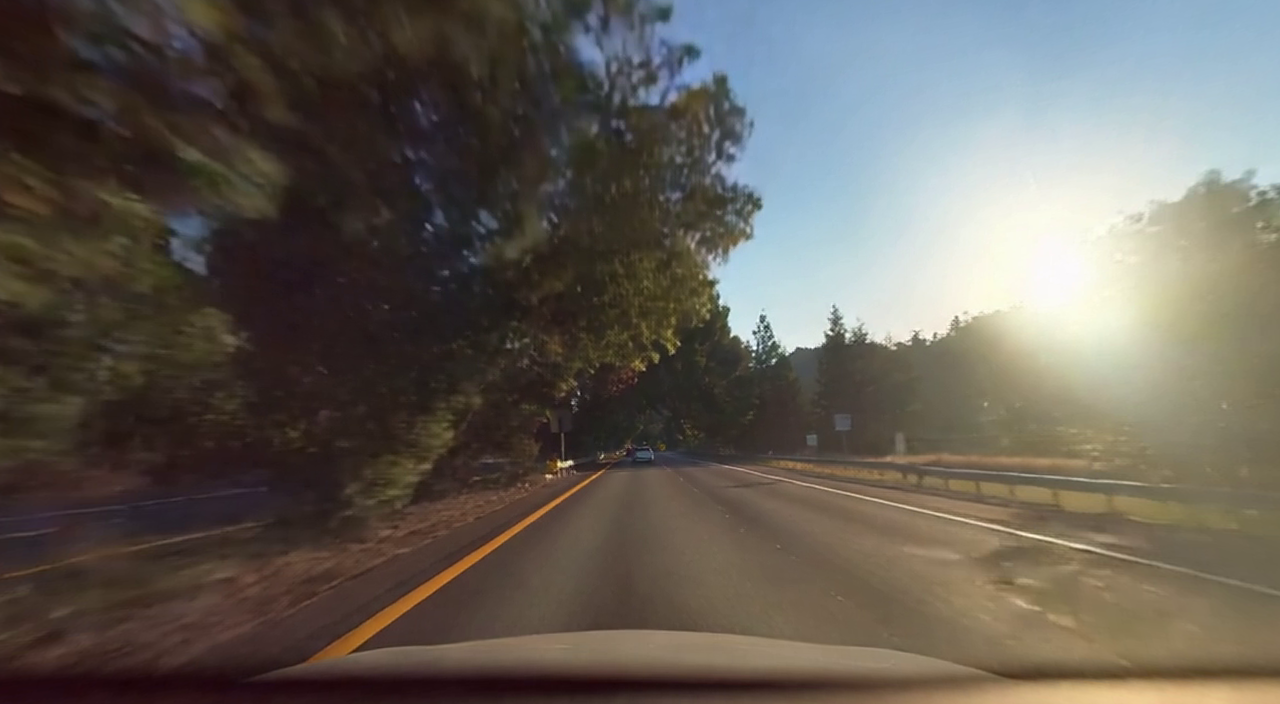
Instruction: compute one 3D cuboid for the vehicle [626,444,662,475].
[{"bbox_3d":[0.216,6.171,36.253,1.987,1.658,3.620,0,-9,0],"label":"vehicle"}]
